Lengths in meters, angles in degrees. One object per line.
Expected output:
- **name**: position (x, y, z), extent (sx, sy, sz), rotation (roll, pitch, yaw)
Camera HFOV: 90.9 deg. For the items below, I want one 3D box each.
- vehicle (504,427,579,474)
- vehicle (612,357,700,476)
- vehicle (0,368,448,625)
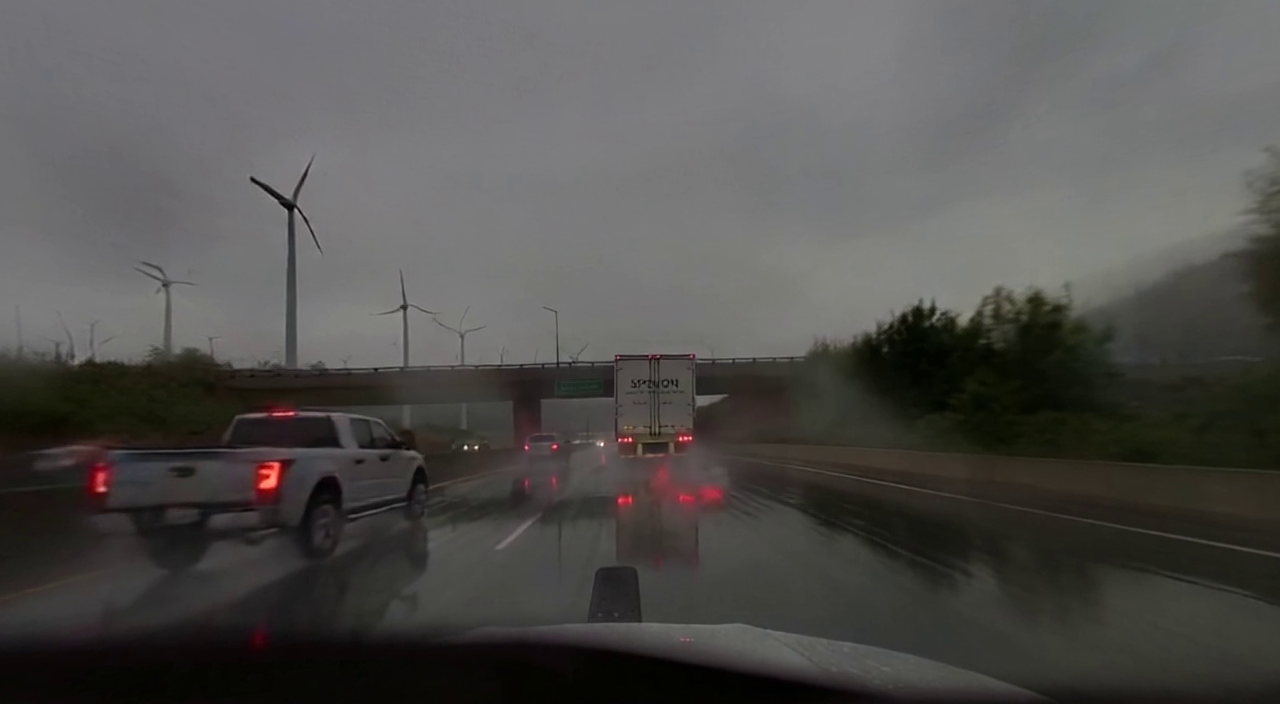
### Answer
- **vehicle**: position (-3.807, 3.893, 25.258), extent (2.167, 1.686, 4.946), rotation (0, -8, 1)
- **vehicle**: position (0.508, 2.991, 27.516), extent (2.906, 3.990, 12.551), rotation (0, -8, 0)
- **vehicle**: position (-3.938, 1.319, 6.812), extent (2.283, 1.814, 4.568), rotation (0, -8, 0)
